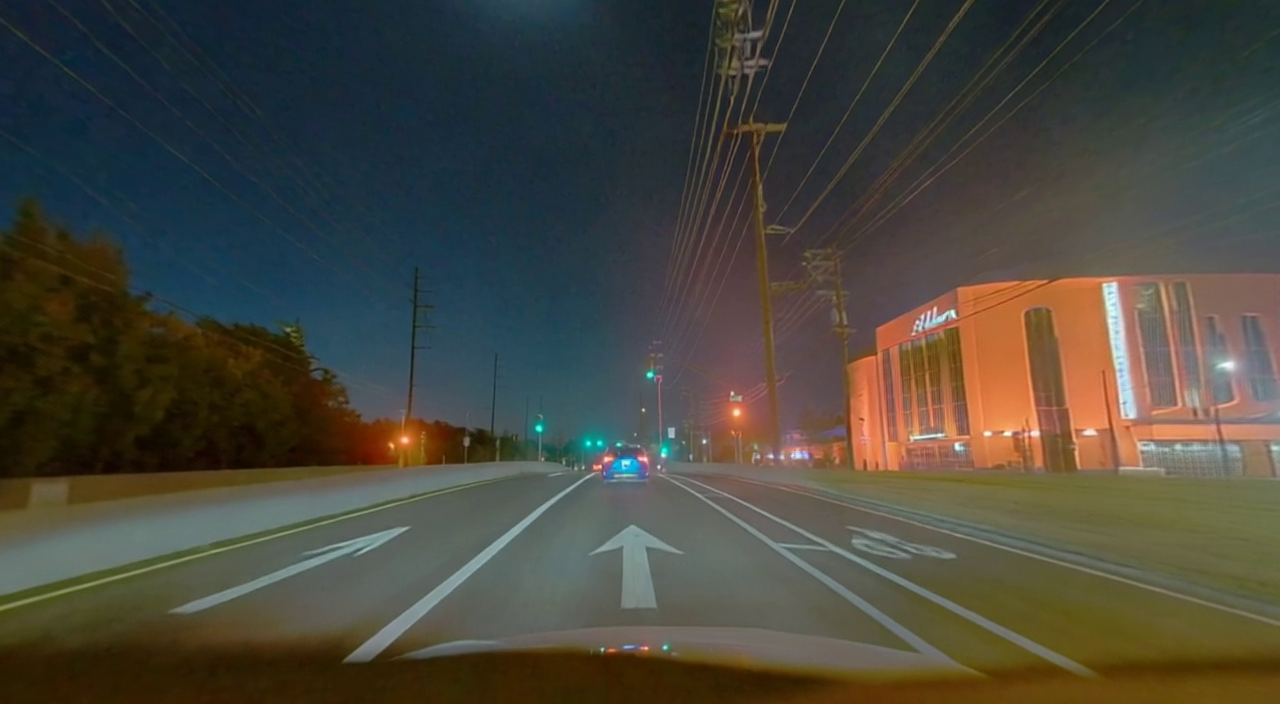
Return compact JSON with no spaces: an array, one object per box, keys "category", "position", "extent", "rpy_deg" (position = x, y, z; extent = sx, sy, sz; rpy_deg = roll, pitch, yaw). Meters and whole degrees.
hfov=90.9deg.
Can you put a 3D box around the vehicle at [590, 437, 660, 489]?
[{"category":"vehicle","position":[-0.508,3.648,21.115],"extent":[2.123,1.566,3.662],"rpy_deg":[0,-8,-1]}]
